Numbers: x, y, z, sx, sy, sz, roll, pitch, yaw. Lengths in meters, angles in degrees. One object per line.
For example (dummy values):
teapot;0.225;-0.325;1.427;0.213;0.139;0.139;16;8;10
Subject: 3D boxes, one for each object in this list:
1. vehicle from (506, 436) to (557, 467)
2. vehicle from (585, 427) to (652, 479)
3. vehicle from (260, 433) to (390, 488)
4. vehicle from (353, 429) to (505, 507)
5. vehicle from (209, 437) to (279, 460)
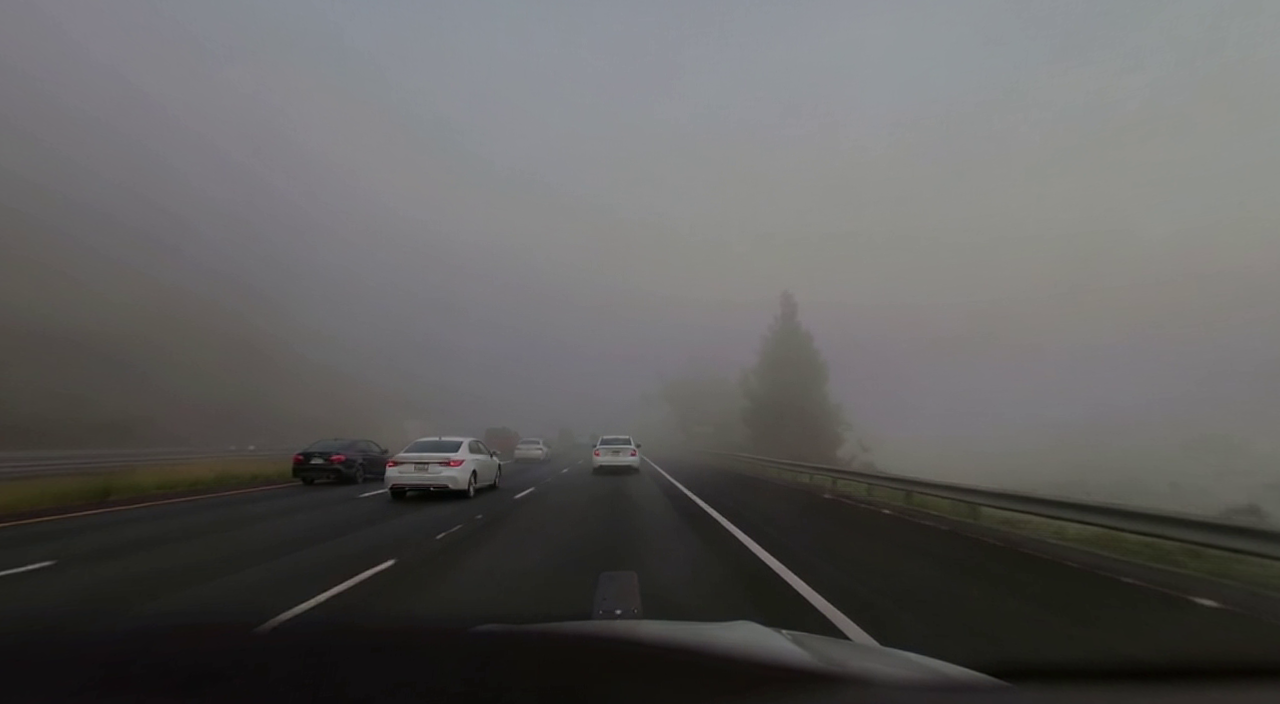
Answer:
vehicle;-5.228;4.835;30.820;1.835;1.432;3.835;0;-8;0
vehicle;-0.737;3.554;22.477;2.178;1.658;3.916;0;-8;-1
vehicle;-9.258;3.187;18.904;1.850;1.439;3.932;0;-8;0
vehicle;-4.518;2.514;14.269;1.971;1.464;4.386;0;-8;-1
vehicle;-25.953;6.335;41.421;1.802;1.434;4.370;0;-8;-1
